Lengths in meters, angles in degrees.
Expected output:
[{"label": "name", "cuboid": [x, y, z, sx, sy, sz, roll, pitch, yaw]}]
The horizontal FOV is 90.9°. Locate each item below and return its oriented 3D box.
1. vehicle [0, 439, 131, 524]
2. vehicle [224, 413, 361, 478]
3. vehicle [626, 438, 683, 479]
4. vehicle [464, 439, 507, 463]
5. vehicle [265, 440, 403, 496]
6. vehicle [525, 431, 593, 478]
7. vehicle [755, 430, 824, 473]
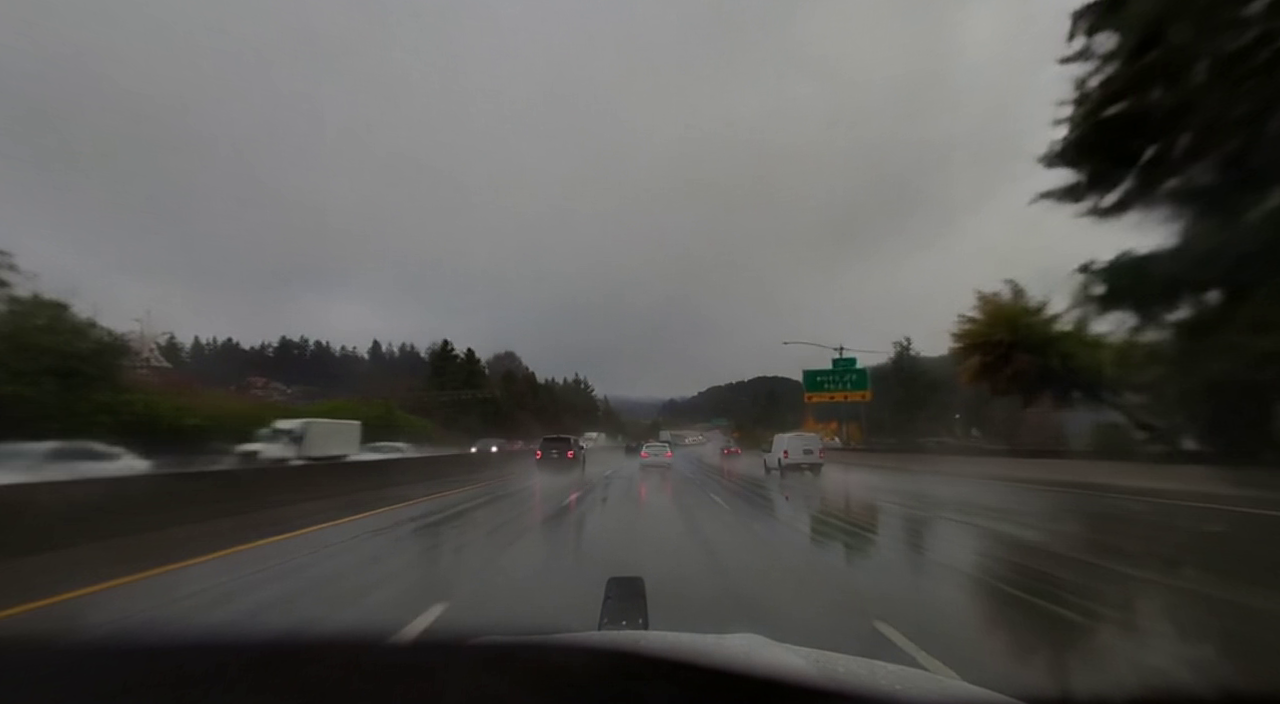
[{"label": "vehicle", "cuboid": [-12.527, 2.431, 12.038, 1.926, 1.518, 4.327, 0, -8, 1]}, {"label": "vehicle", "cuboid": [-19.185, 5.234, 35.621, 2.953, 3.194, 8.165, -1, -8, 1]}, {"label": "vehicle", "cuboid": [0.549, 4.171, 25.010, 2.071, 1.464, 4.162, 0, -8, 1]}, {"label": "vehicle", "cuboid": [-11.791, 7.574, 48.517, 1.915, 1.675, 5.092, 0, -8, 1]}, {"label": "vehicle", "cuboid": [-8.969, 3.398, 18.972, 1.967, 1.447, 4.206, 0, -8, 2]}, {"label": "vehicle", "cuboid": [-3.232, 4.181, 26.049, 2.140, 1.720, 4.410, 0, -8, 1]}, {"label": "vehicle", "cuboid": [7.146, 4.804, 30.777, 2.094, 1.916, 5.099, 0, -8, 0]}]
